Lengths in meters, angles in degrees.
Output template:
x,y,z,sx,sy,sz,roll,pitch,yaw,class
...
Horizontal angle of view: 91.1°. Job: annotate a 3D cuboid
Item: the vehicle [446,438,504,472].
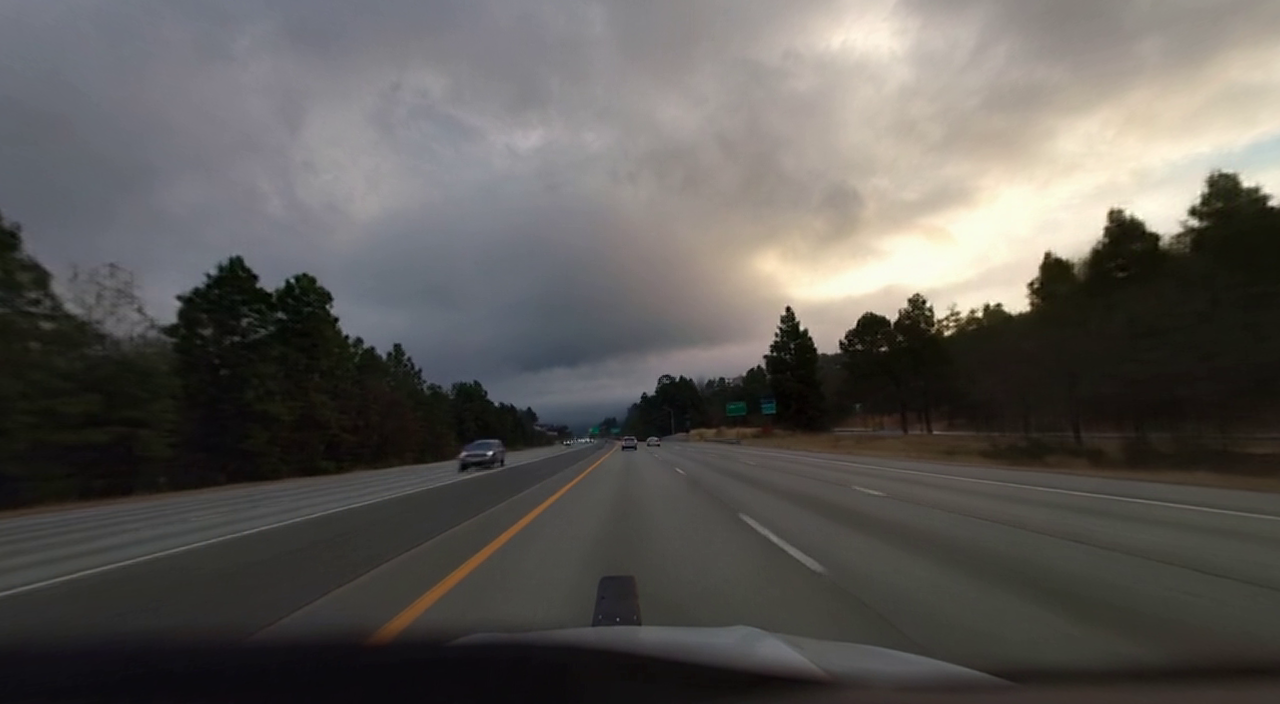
x,y,z,sx,sy,sz,roll,pitch,yaw,class
-9.741,6.059,37.500,2.083,1.878,5.006,0,-8,0,vehicle
